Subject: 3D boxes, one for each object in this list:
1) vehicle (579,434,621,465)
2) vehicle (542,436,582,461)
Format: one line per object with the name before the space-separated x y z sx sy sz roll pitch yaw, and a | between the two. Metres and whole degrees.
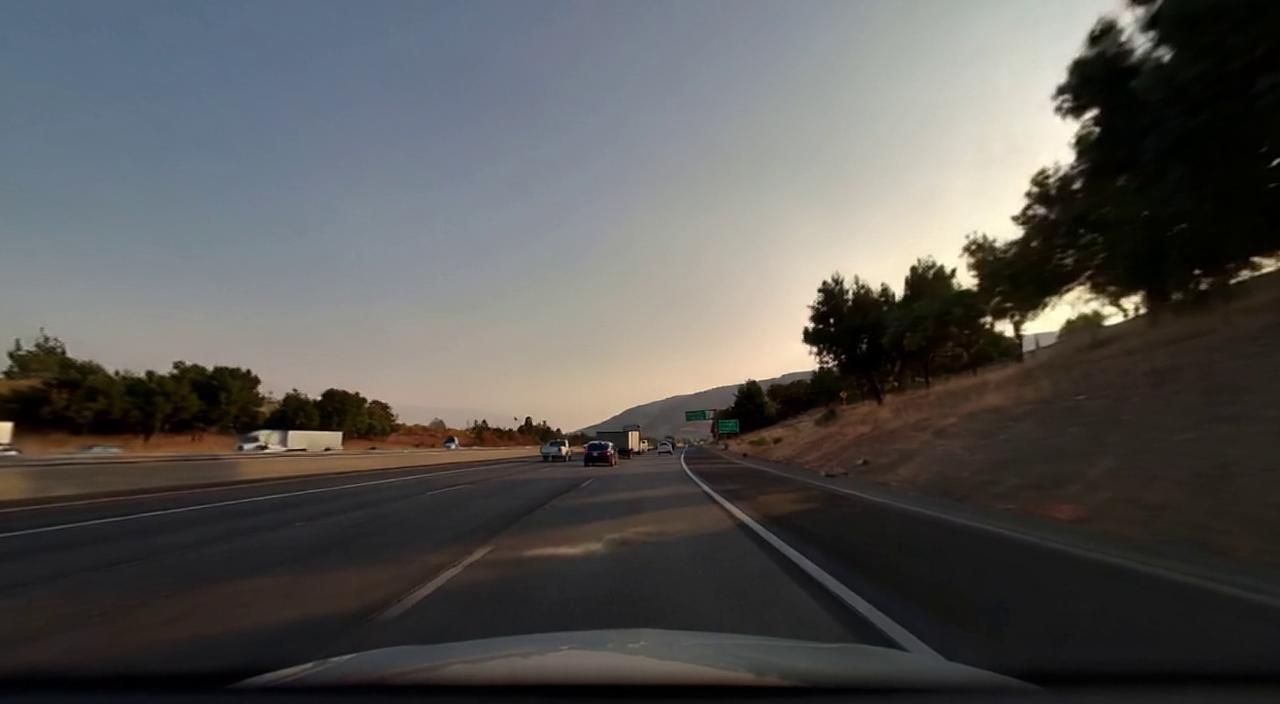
vehicle | -2.401 5.963 38.548 2.194 1.766 3.720 0 -9 3
vehicle | -5.740 7.160 46.633 2.078 1.729 4.722 0 -9 3
